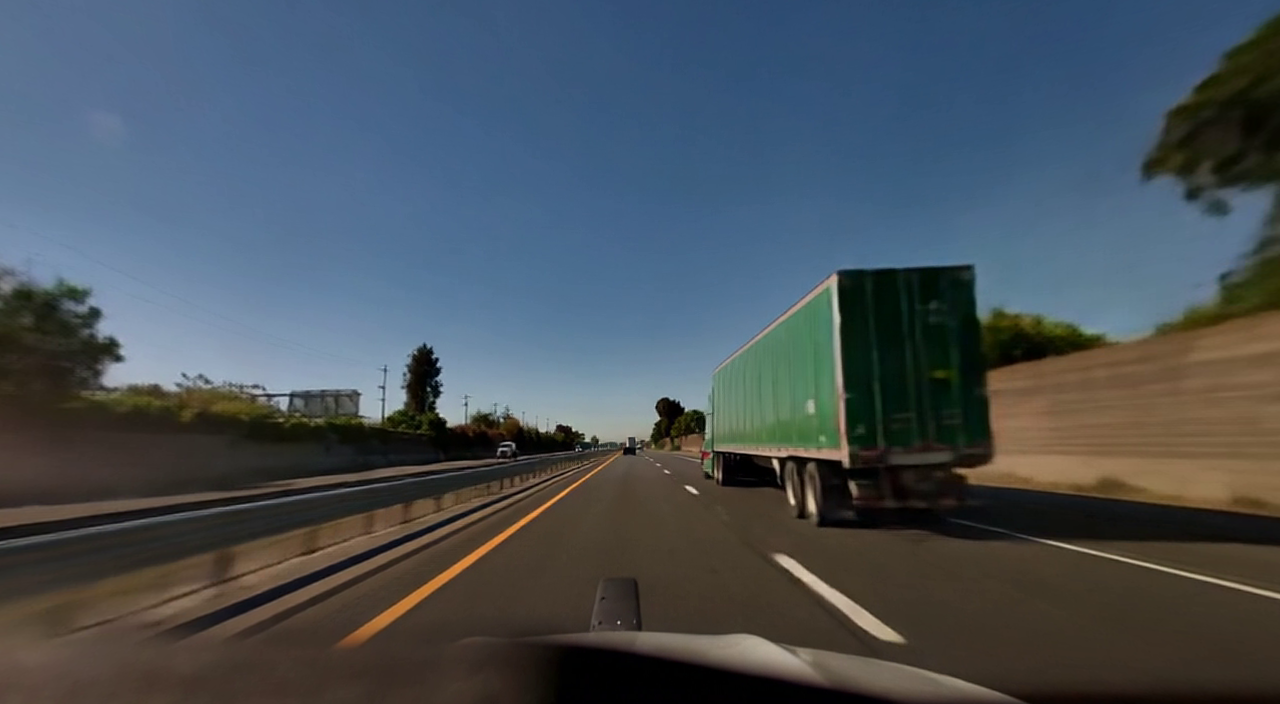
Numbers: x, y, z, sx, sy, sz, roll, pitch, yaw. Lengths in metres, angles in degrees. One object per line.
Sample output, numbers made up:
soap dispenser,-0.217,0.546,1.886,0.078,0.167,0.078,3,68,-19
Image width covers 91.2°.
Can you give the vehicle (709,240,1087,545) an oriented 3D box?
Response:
vehicle,3.997,1.518,15.024,2.922,3.905,14.151,0,-9,-1
